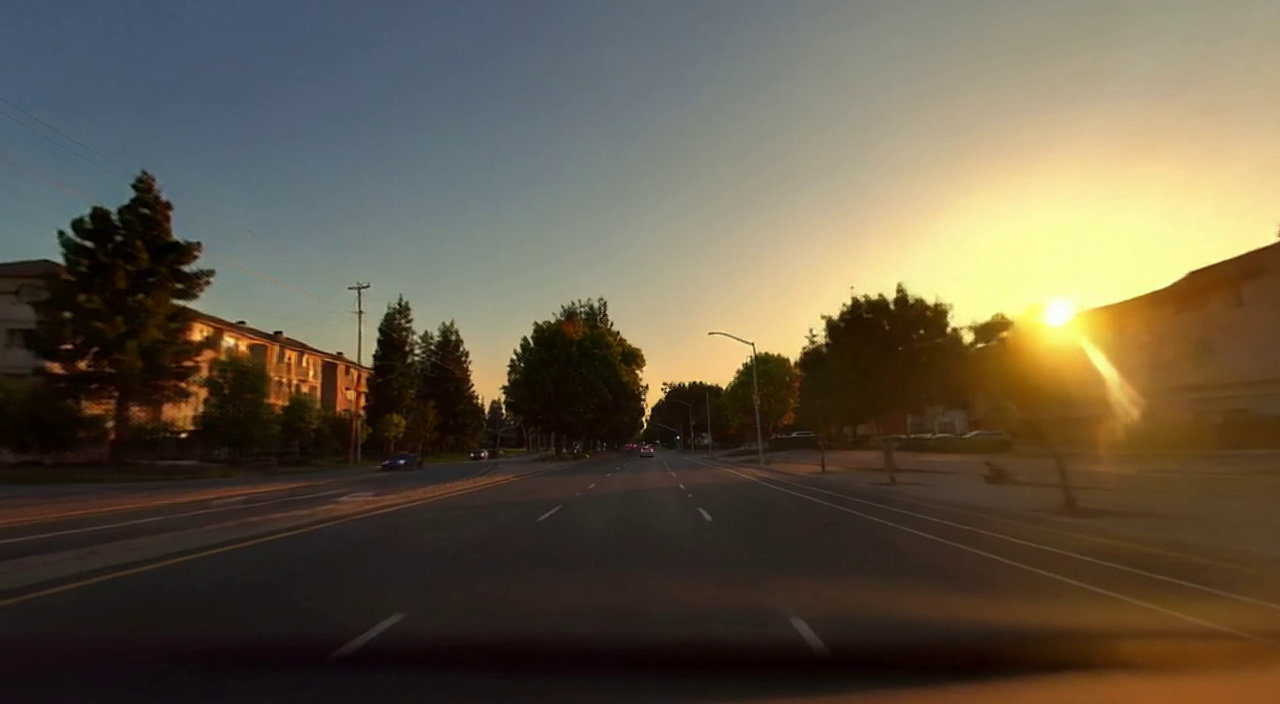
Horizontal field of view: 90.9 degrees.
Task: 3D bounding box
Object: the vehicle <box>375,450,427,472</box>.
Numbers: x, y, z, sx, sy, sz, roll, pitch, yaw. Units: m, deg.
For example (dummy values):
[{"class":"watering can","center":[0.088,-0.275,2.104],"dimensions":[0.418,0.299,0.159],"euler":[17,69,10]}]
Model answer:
[{"class":"vehicle","center":[-17.808,8.111,47.149],"dimensions":[1.874,1.467,4.649],"euler":[-2,-9,3]}]
